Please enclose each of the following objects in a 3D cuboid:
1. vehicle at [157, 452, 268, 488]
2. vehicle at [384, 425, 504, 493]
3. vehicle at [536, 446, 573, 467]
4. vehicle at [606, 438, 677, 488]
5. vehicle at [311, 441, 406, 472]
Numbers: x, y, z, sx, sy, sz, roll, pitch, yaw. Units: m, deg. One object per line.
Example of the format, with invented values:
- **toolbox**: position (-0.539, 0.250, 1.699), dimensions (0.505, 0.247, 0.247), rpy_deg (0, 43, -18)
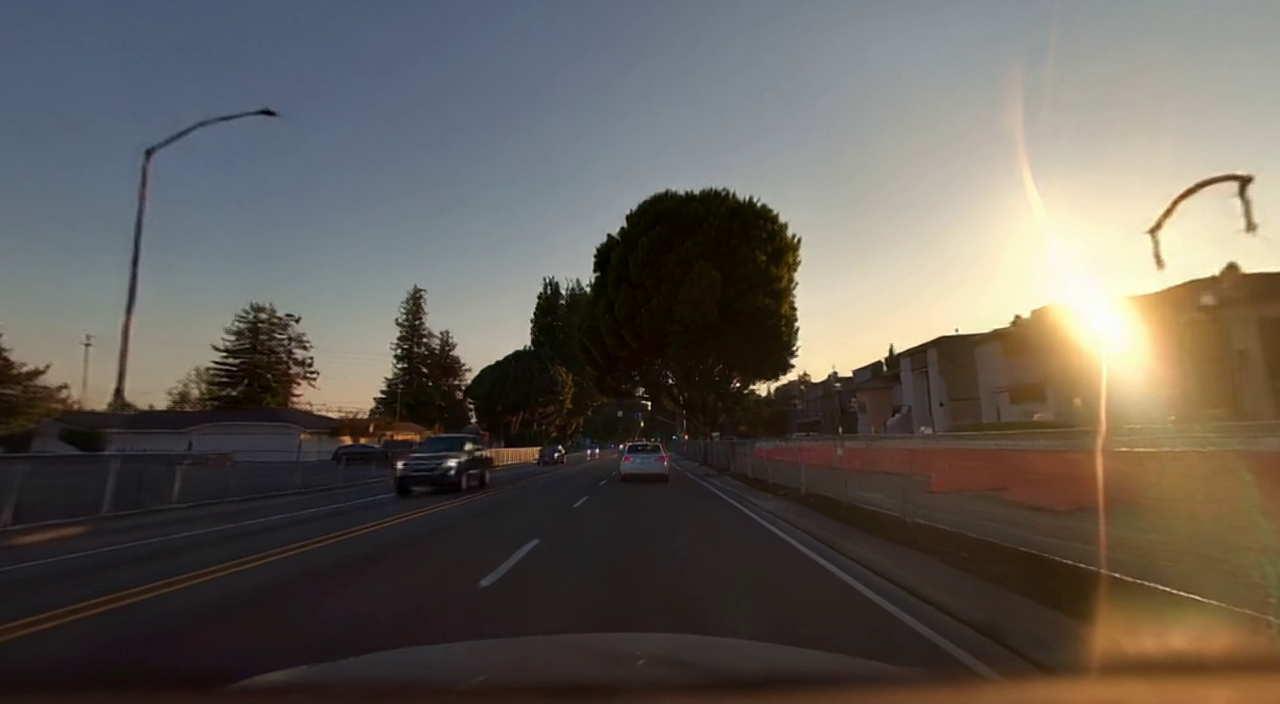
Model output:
- **vehicle**: position (-20.370, 5.593, 29.951), dimensions (4.332, 1.560, 1.841), rpy_deg (-2, -9, 15)
- **vehicle**: position (-6.804, 3.799, 22.648), dimensions (2.340, 2.103, 5.526), rpy_deg (0, -9, 2)
- **vehicle**: position (-6.241, 7.679, 46.374), dimensions (1.985, 1.505, 4.143), rpy_deg (0, -9, 3)
- **vehicle**: position (0.043, 3.691, 21.243), dimensions (2.144, 1.514, 4.063), rpy_deg (0, -9, 0)
- **vehicle**: position (-18.077, 6.736, 40.459), dimensions (5.085, 1.906, 2.153), rpy_deg (0, -9, 2)
